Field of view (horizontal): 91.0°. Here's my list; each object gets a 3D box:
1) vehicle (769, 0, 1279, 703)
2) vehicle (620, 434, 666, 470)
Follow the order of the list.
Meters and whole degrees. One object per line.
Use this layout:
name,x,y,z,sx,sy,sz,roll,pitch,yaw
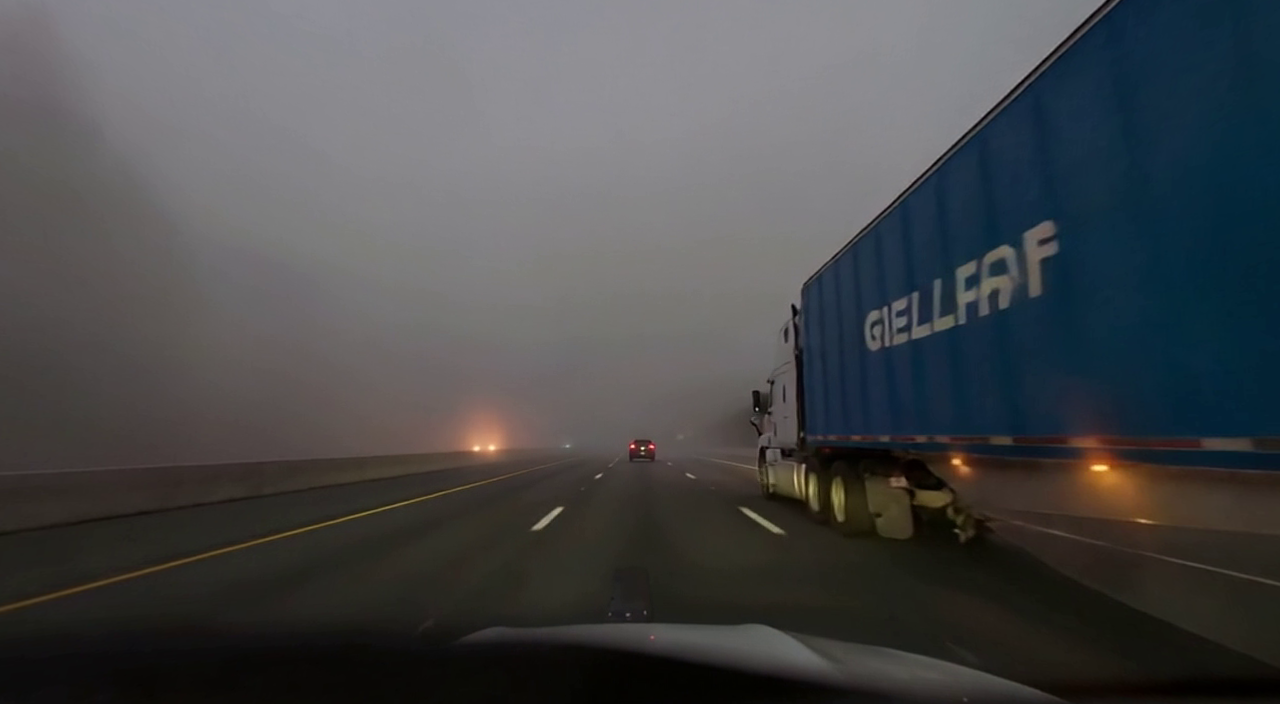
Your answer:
vehicle,4.255,-0.009,5.427,2.936,4.125,15.204,0,-8,-1
vehicle,0.144,4.874,30.846,2.111,1.635,4.177,0,-8,0
